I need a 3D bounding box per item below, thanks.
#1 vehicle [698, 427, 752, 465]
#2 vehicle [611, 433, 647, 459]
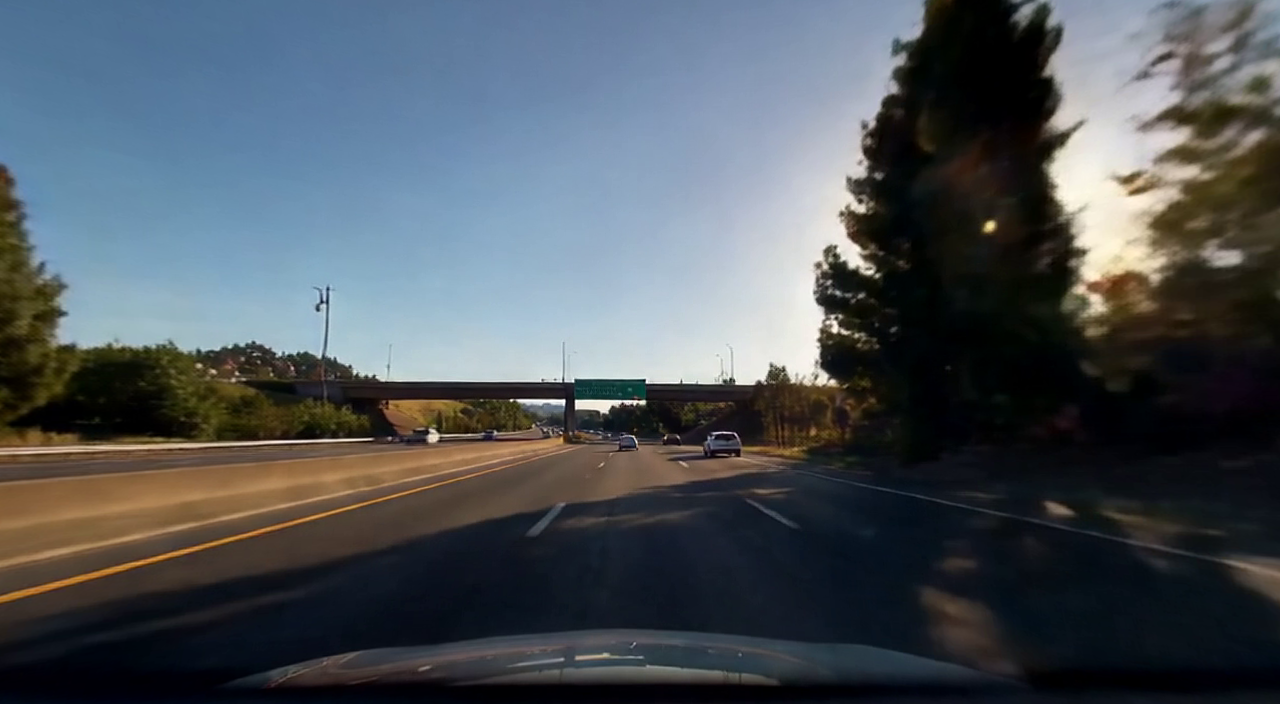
[{"bbox_3d":[3.876,4.344,29.321,1.892,1.600,3.782,0,-8,-2],"label":"vehicle"},{"bbox_3d":[-0.667,5.459,36.694,1.987,1.440,3.565,0,-8,-2],"label":"vehicle"}]
